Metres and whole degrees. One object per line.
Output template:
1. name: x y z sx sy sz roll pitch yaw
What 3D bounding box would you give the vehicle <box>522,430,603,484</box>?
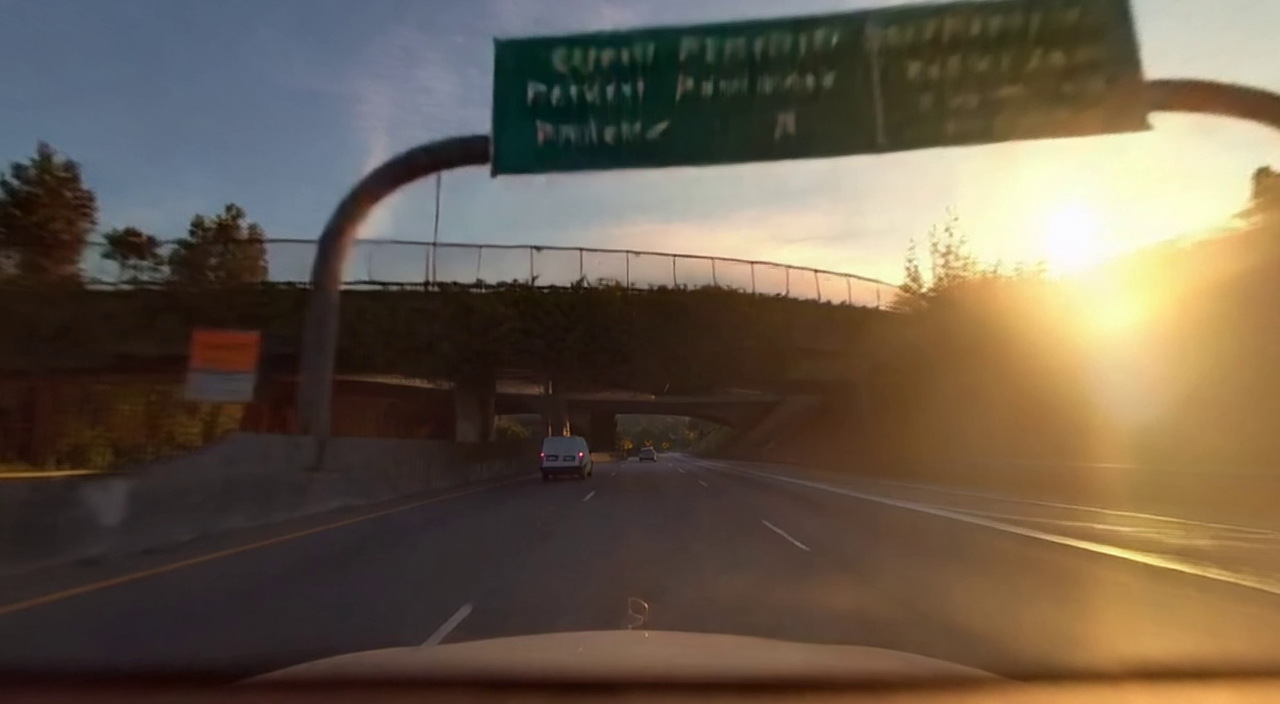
1. vehicle: -3.015 4.306 26.000 2.572 1.927 5.803 0 -9 0

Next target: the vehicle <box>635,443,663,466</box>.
1. vehicle: 0.656 8.044 49.501 2.067 1.690 3.901 0 -9 -1

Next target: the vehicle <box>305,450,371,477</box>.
1. vehicle: -18.488 6.808 38.780 2.010 1.535 3.964 0 -9 1
